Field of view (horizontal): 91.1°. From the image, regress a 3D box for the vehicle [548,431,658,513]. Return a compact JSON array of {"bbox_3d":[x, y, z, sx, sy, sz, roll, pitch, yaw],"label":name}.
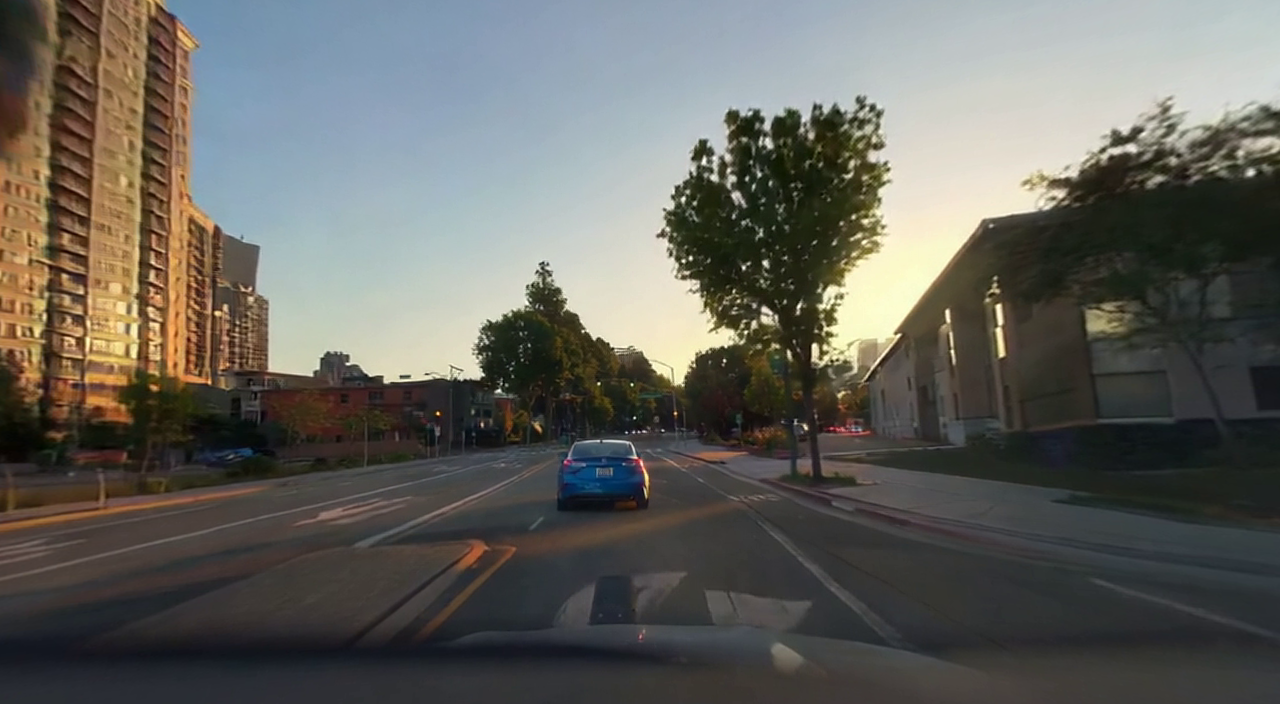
[{"bbox_3d":[-0.916,2.398,13.230,1.950,1.401,4.159,1,-8,-7],"label":"vehicle"}]
